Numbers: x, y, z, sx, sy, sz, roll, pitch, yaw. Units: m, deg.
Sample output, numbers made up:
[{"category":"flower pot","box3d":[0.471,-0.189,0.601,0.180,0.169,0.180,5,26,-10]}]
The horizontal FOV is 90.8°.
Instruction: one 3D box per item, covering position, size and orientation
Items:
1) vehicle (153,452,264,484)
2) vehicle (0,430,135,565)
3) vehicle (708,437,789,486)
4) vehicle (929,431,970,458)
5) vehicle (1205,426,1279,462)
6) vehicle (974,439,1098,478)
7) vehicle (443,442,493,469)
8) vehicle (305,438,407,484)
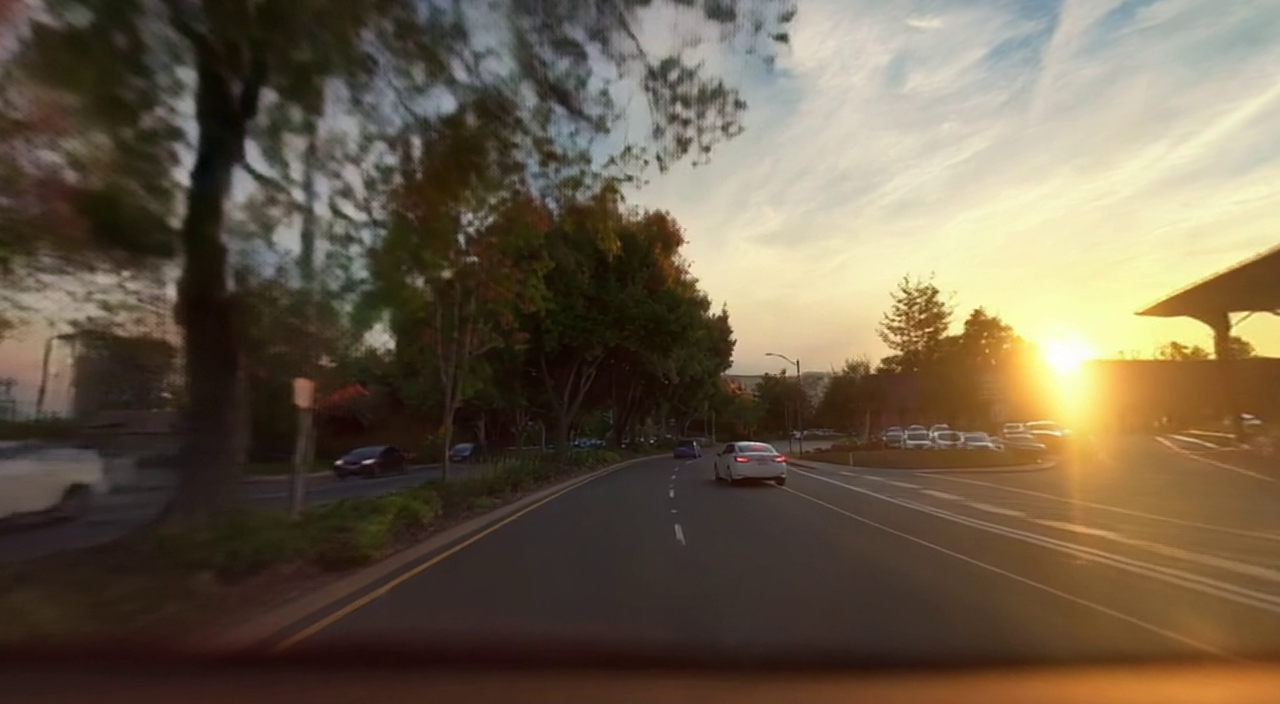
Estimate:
[{"category":"vehicle","box3d":[-22.016,5.920,32.328,4.389,1.518,1.930,-1,-9,6]},{"category":"vehicle","box3d":[-9.119,1.824,7.832,2.045,1.689,4.545,0,-8,-2]},{"category":"vehicle","box3d":[3.641,3.767,22.100,2.132,1.497,4.827,-1,-8,2]},{"category":"vehicle","box3d":[22.567,6.779,46.165,2.406,1.847,5.320,-4,-9,25]},{"category":"vehicle","box3d":[31.411,4.551,31.244,4.622,1.719,1.950,-4,-9,25]},{"category":"vehicle","box3d":[17.885,4.855,28.794,4.512,1.561,1.846,-7,-11,29]},{"category":"vehicle","box3d":[-11.591,6.982,42.856,1.778,1.647,4.072,-2,-8,9]},{"category":"vehicle","box3d":[-11.747,4.524,26.524,1.951,1.731,4.440,-1,-9,4]}]
